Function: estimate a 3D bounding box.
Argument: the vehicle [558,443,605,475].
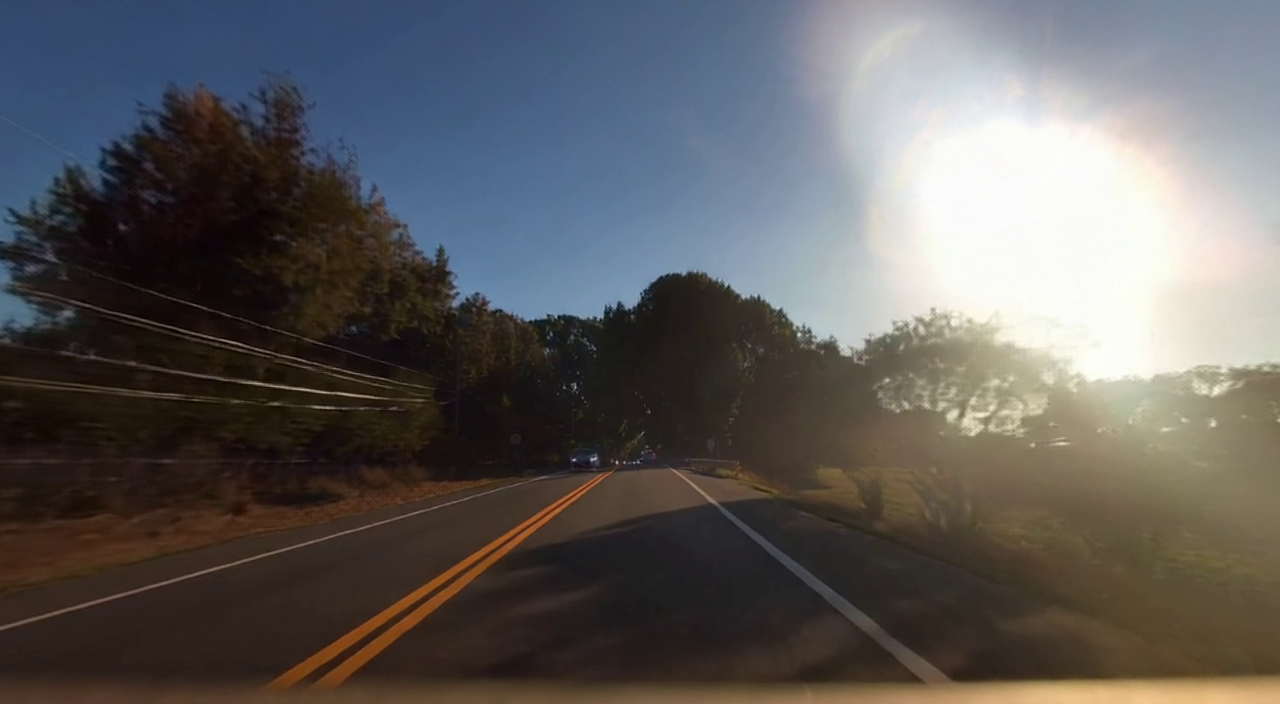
[{"bbox_3d":[-3.567,6.707,39.733,2.255,1.849,5.576,-1,-9,2],"label":"vehicle"}]
